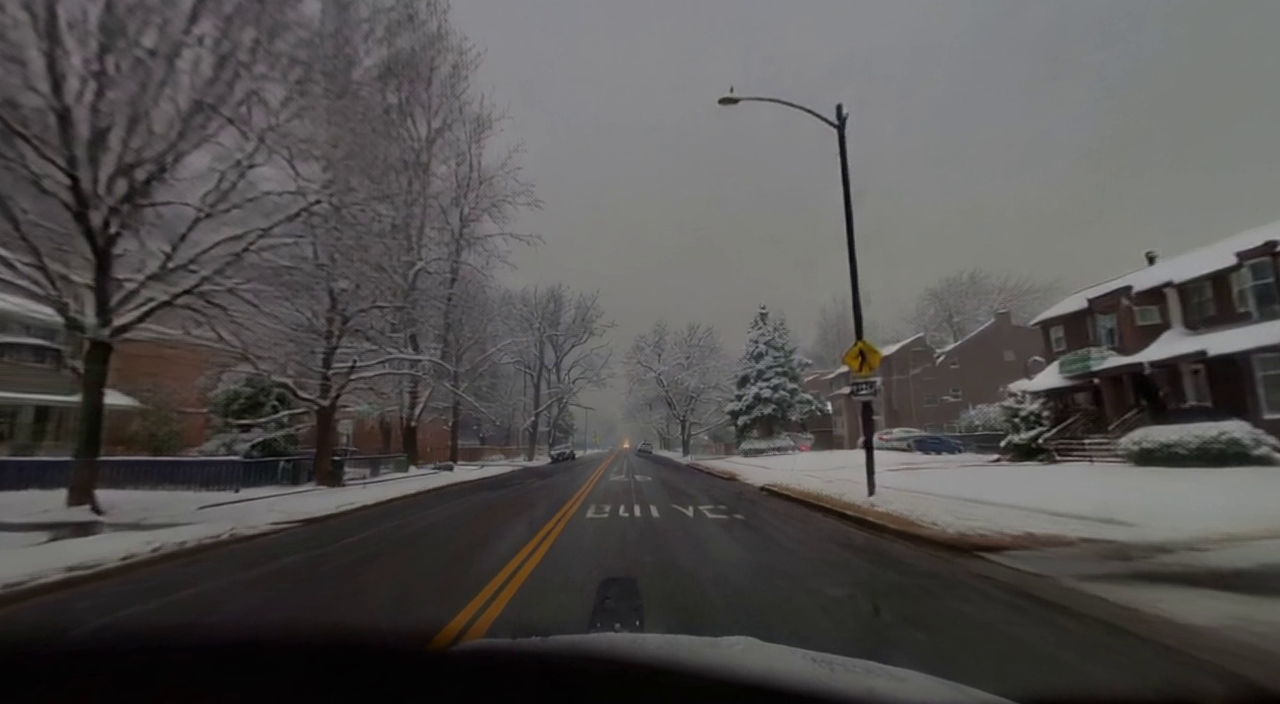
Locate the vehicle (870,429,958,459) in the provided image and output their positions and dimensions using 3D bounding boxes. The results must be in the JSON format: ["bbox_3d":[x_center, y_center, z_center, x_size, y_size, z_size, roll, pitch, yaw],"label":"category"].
[{"bbox_3d":[15.993,5.383,37.006,4.198,1.697,1.984,1,-9,-5],"label":"vehicle"}]

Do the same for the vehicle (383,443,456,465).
[{"bbox_3d":[-15.264,7.108,43.918,4.388,1.449,1.882,0,-9,-2],"label":"vehicle"}]
